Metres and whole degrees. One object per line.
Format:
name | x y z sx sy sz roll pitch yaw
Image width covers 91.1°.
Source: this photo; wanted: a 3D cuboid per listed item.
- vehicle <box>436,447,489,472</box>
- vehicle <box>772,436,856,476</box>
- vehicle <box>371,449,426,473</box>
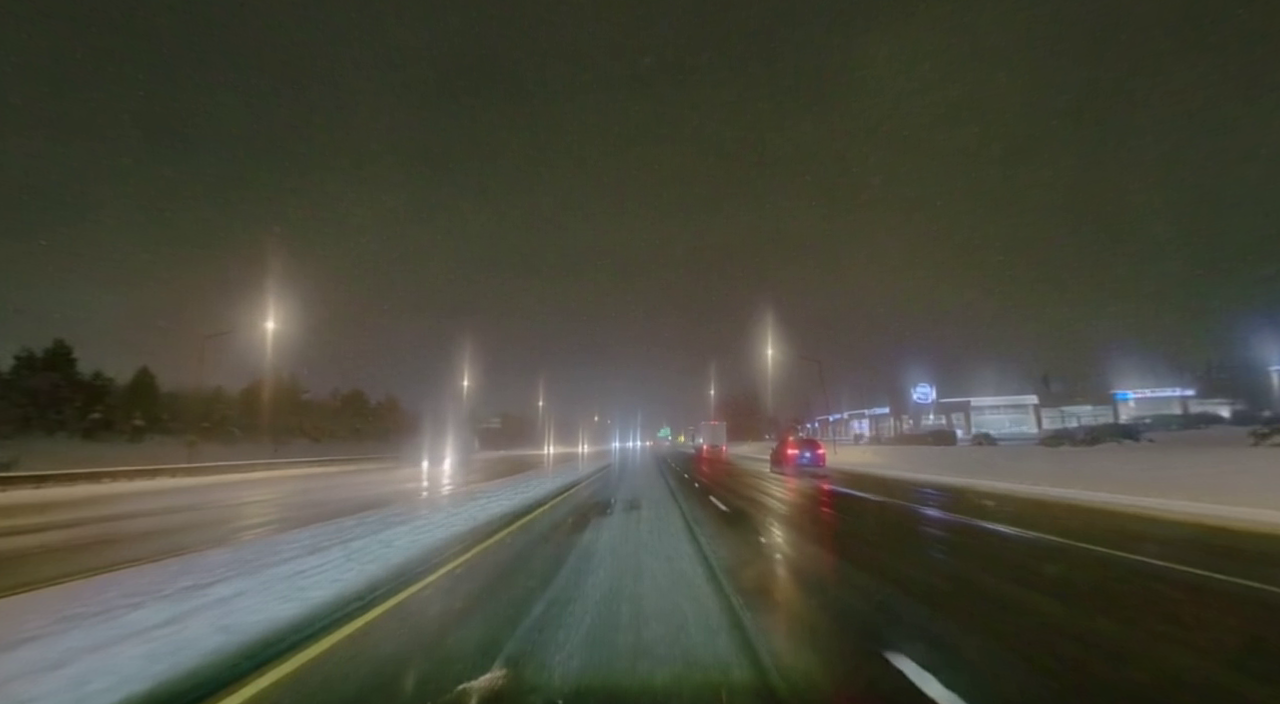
vehicle | -11.422 6.916 40.784 1.958 1.502 4.841 0 -8 1
vehicle | 7.267 4.392 26.811 2.079 1.518 5.032 0 -8 -1
vehicle | -16.767 7.563 43.793 1.952 1.507 4.377 0 -8 3
